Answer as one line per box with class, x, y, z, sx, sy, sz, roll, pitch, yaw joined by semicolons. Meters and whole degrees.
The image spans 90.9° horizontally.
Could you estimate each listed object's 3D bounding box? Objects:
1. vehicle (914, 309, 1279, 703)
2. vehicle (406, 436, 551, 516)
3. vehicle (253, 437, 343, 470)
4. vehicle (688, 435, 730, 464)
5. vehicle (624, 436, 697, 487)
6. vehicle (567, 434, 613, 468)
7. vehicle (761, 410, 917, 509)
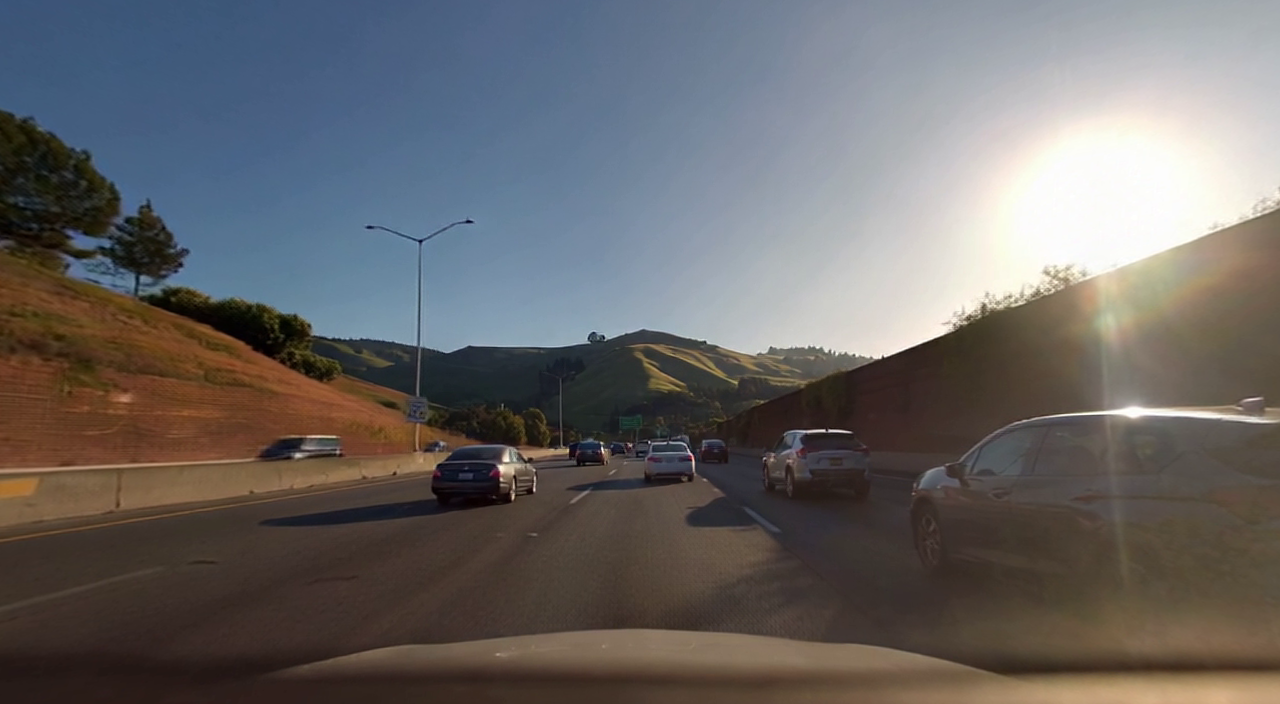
vehicle;3.753;0.941;4.142;1.930;1.831;4.344;0;-8;0
vehicle;-3.285;2.602;13.819;1.961;1.456;4.362;0;-8;1
vehicle;-21.898;6.511;40.760;2.448;1.955;6.132;0;-8;-1
vehicle;3.764;5.395;35.041;1.855;1.513;3.915;0;-8;0
vehicle;0.582;3.494;20.455;2.105;1.471;3.978;0;-8;0
vehicle;-2.822;5.732;36.672;2.154;1.793;4.736;0;-8;2
vehicle;4.254;2.380;14.399;1.970;1.872;4.575;0;-8;-1
